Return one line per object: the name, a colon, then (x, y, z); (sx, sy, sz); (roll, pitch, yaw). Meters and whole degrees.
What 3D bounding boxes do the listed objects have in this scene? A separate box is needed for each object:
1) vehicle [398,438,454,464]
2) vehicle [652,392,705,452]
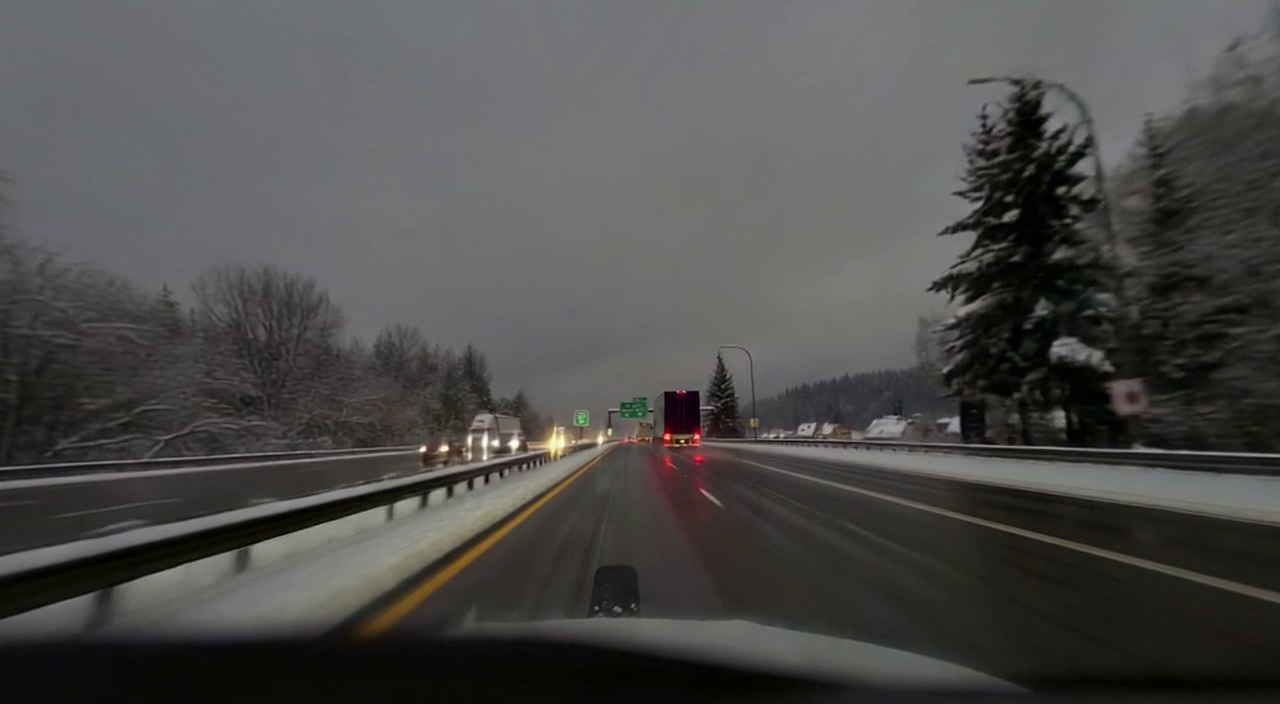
vehicle: (-12.688, 5.861, 37.674); (1.853, 1.464, 4.057); (0, -8, 1)
vehicle: (2.660, 5.555, 48.650); (2.954, 3.995, 13.335); (0, -8, -1)
